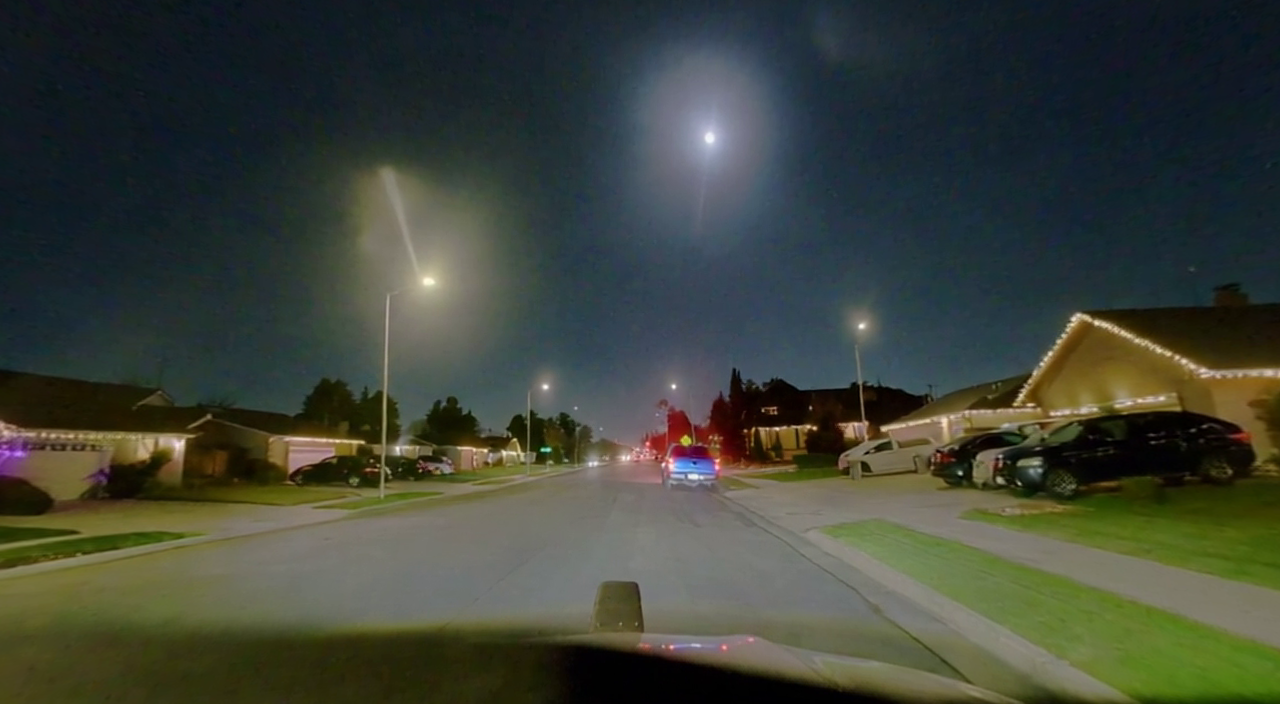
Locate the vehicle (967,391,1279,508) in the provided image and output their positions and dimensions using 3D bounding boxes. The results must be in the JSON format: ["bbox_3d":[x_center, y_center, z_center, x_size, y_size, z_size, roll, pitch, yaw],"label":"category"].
[{"bbox_3d":[8.916,1.797,11.656,4.554,1.515,1.858,-7,-9,5],"label":"vehicle"}]

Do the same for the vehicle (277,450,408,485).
[{"bbox_3d":[-13.212,5.134,28.248,4.916,1.485,1.807,0,-9,0],"label":"vehicle"}]

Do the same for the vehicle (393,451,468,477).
[{"bbox_3d":[-13.772,7.364,41.777,4.319,1.605,1.770,0,-9,-2],"label":"vehicle"}]

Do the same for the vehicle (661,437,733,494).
[{"bbox_3d":[2.289,4.529,25.630,2.552,2.024,5.414,-1,-9,5],"label":"vehicle"}]
